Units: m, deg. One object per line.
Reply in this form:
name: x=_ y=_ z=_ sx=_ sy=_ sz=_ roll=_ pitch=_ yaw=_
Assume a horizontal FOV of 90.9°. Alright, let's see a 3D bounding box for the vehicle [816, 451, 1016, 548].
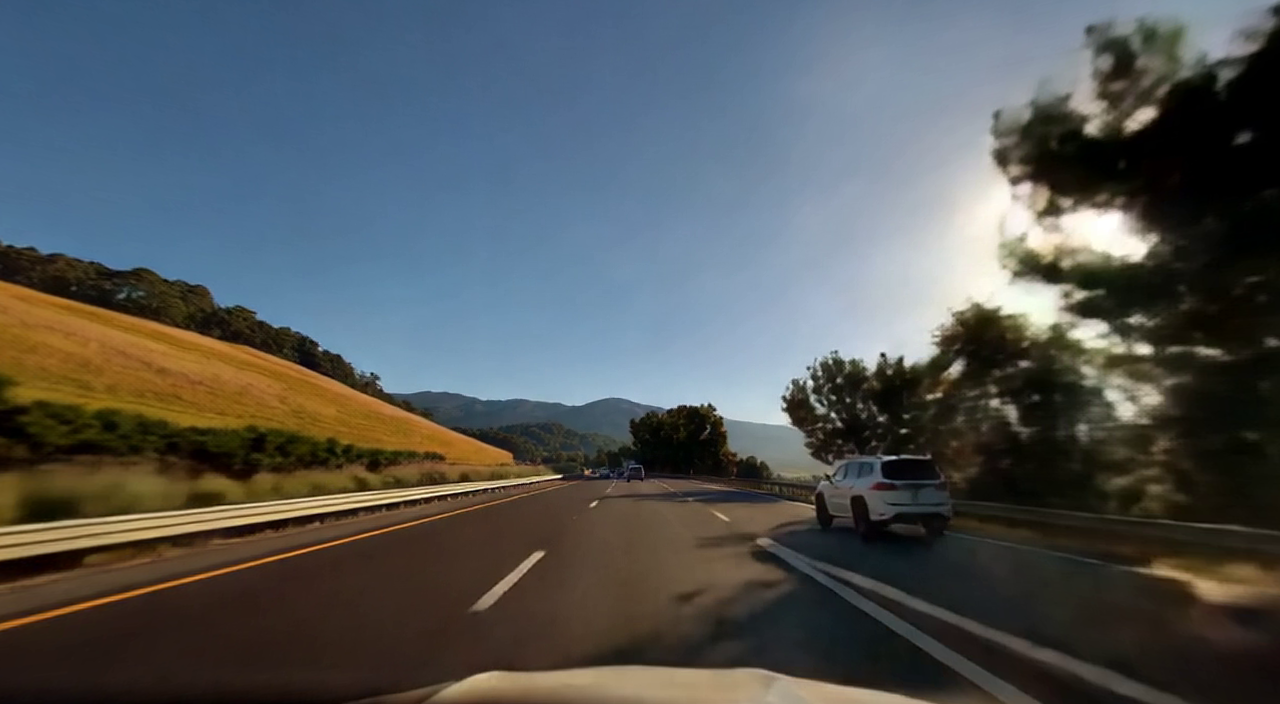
vehicle: x=5.839 y=3.204 z=14.163 sx=2.089 sy=1.770 sz=4.571 roll=2 pitch=-11 yaw=-5
